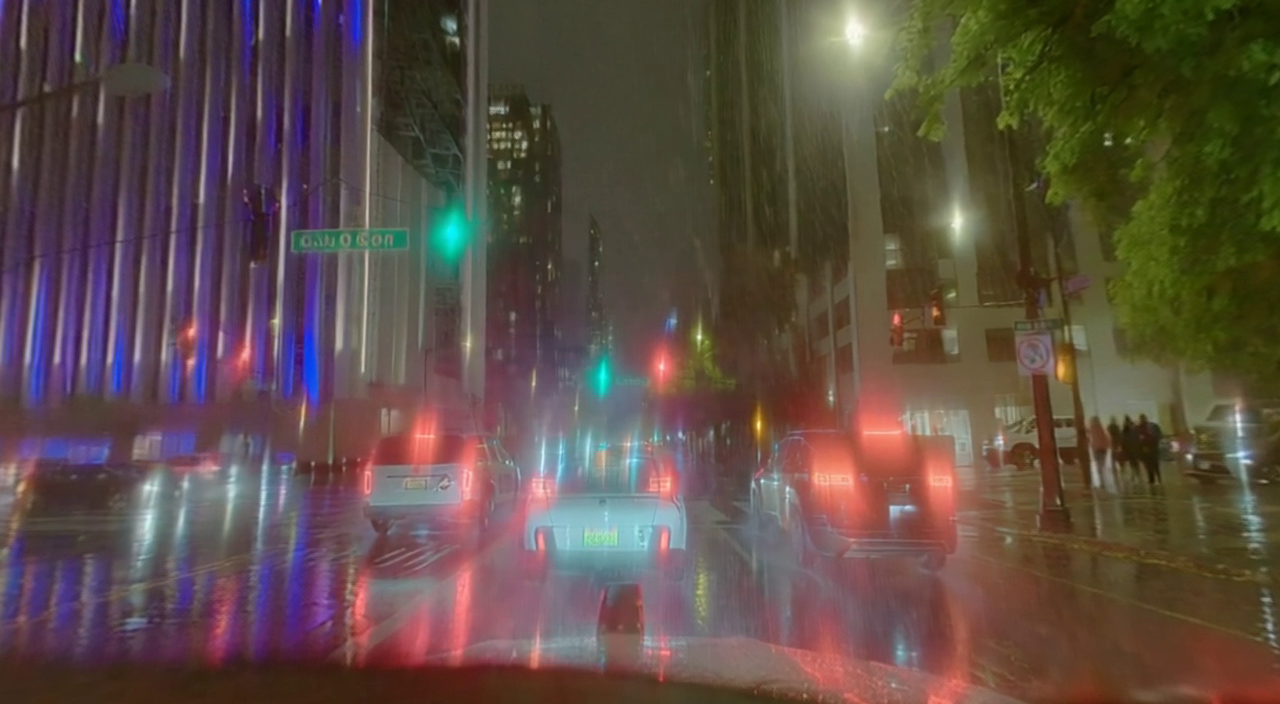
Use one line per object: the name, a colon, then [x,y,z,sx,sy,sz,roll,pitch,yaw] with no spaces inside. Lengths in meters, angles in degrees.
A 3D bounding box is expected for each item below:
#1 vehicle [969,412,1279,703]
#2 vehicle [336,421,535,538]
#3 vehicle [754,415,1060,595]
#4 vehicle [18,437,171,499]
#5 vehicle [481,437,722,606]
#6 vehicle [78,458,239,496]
vehicle: [2.743,0.806,1.113,1.902,1.454,4.540,0,-8,0]
vehicle: [-3.689,2.412,12.691,2.190,1.840,5.272,0,-8,0]
vehicle: [3.042,1.847,8.619,2.072,1.735,4.759,0,-8,0]
vehicle: [-30.873,6.519,35.930,5.896,3.276,2.809,1,-8,1]
vehicle: [-0.362,1.786,7.640,2.092,1.454,4.132,0,-8,-1]
vehicle: [-20.228,5.249,26.709,5.153,1.449,1.966,0,-8,0]
